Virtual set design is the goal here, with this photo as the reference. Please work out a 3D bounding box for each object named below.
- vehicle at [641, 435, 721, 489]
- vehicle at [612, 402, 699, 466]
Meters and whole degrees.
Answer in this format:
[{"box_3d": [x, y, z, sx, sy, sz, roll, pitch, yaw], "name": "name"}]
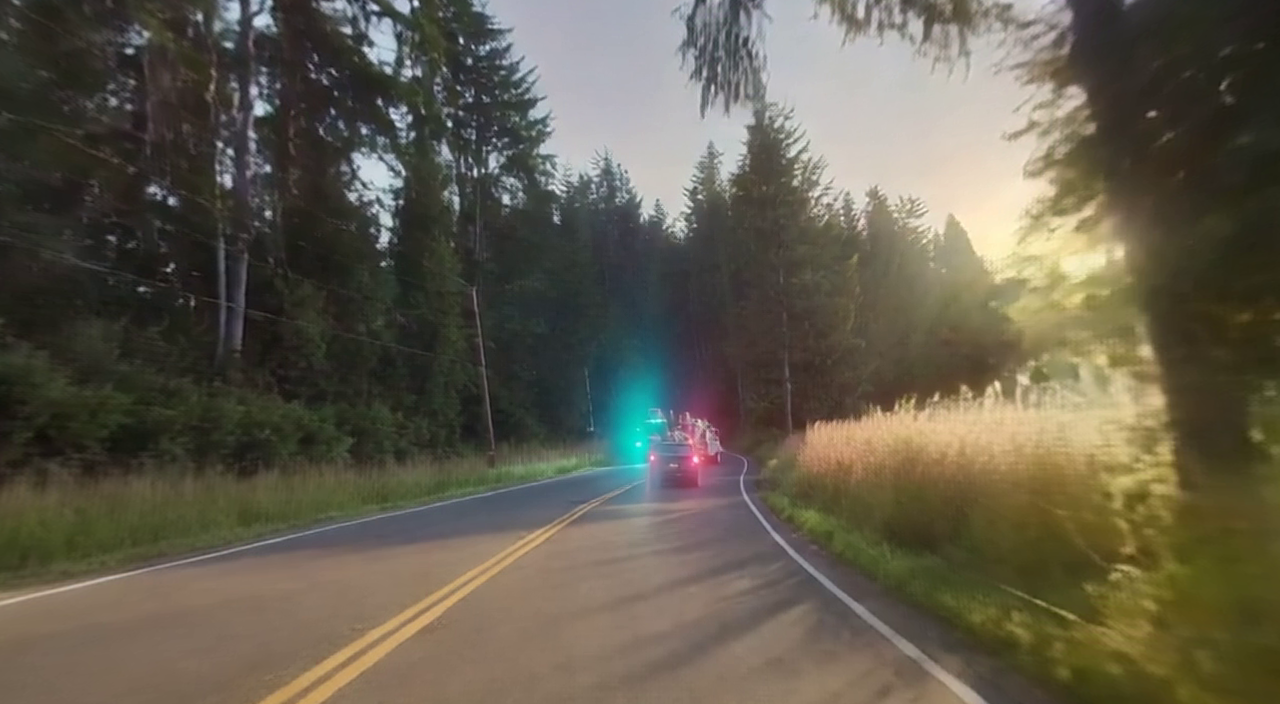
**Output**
[{"box_3d": [1.342, 3.348, 19.498, 2.196, 1.465, 4.294, -1, -9, 6], "name": "vehicle"}, {"box_3d": [1.330, 6.417, 48.159, 4.788, 4.368, 6.529, -3, -11, 19], "name": "vehicle"}]
